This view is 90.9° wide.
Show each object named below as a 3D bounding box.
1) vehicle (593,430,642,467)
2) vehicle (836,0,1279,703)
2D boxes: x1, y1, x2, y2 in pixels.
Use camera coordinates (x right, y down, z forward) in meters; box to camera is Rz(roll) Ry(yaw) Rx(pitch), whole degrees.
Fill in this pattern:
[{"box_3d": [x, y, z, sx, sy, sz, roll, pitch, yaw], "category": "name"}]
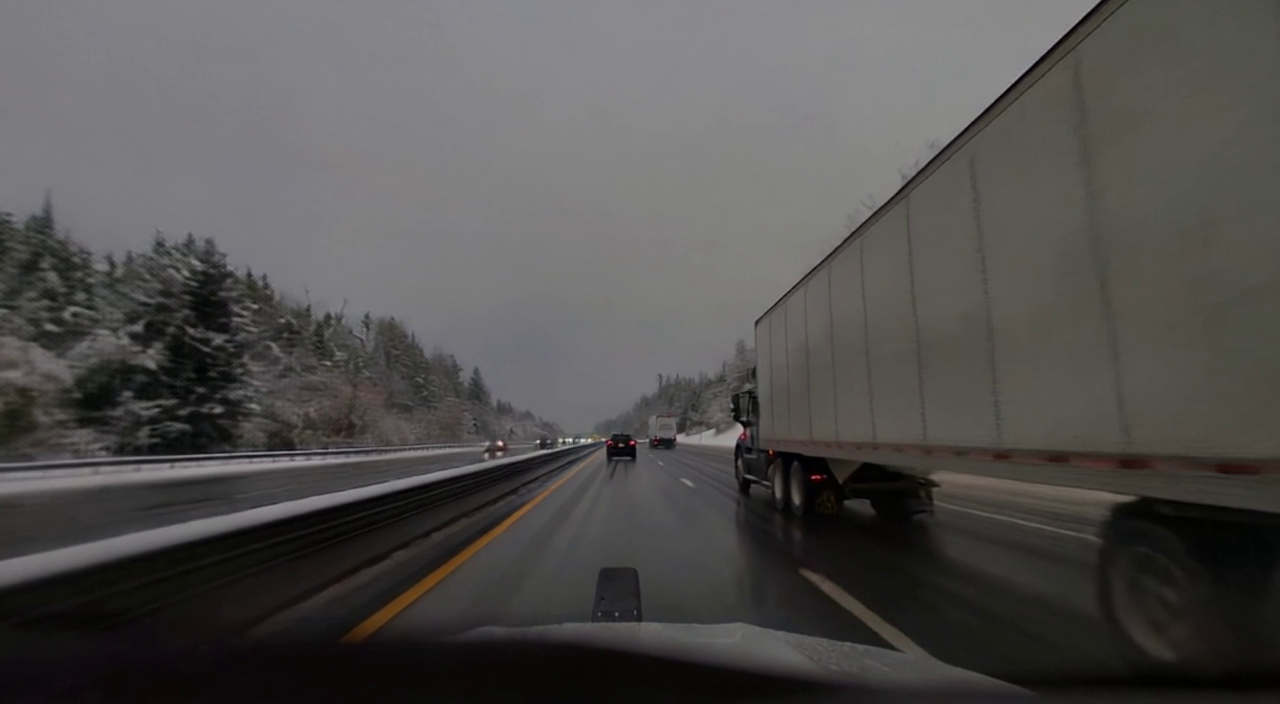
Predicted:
[{"box_3d": [-0.988, 4.409, 28.967, 2.095, 1.557, 3.963, 0, -8, -1], "category": "vehicle"}, {"box_3d": [4.181, -0.163, 3.524, 2.853, 4.038, 9.832, 0, -8, -1], "category": "vehicle"}]
